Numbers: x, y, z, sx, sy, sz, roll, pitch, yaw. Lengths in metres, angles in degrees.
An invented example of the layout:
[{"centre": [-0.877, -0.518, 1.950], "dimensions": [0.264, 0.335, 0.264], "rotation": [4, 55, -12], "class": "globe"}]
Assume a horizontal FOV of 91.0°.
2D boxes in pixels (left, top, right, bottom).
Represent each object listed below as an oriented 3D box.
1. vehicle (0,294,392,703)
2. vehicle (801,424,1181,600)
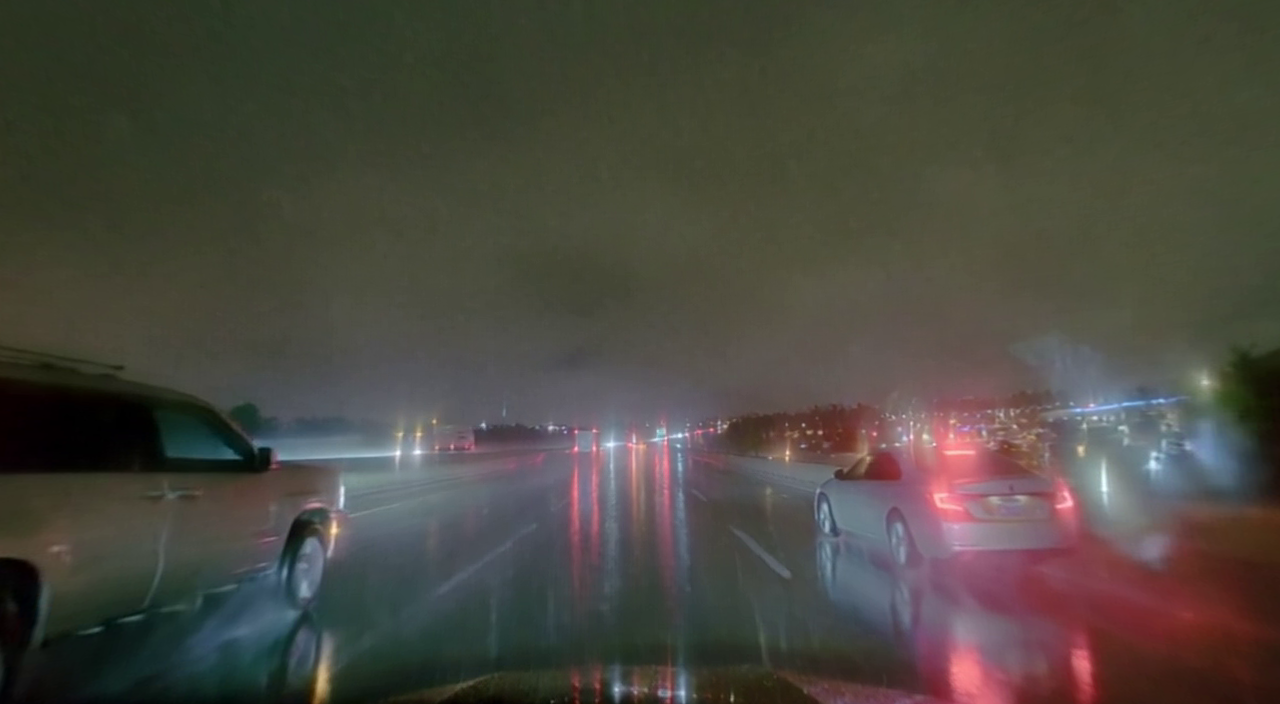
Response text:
[{"centre": [-3.674, 0.846, 3.452], "dimensions": [2.285, 1.853, 5.564], "rotation": [0, -9, 1], "class": "vehicle"}, {"centre": [3.757, 1.800, 8.104], "dimensions": [2.047, 1.532, 4.884], "rotation": [0, -9, 0], "class": "vehicle"}]
